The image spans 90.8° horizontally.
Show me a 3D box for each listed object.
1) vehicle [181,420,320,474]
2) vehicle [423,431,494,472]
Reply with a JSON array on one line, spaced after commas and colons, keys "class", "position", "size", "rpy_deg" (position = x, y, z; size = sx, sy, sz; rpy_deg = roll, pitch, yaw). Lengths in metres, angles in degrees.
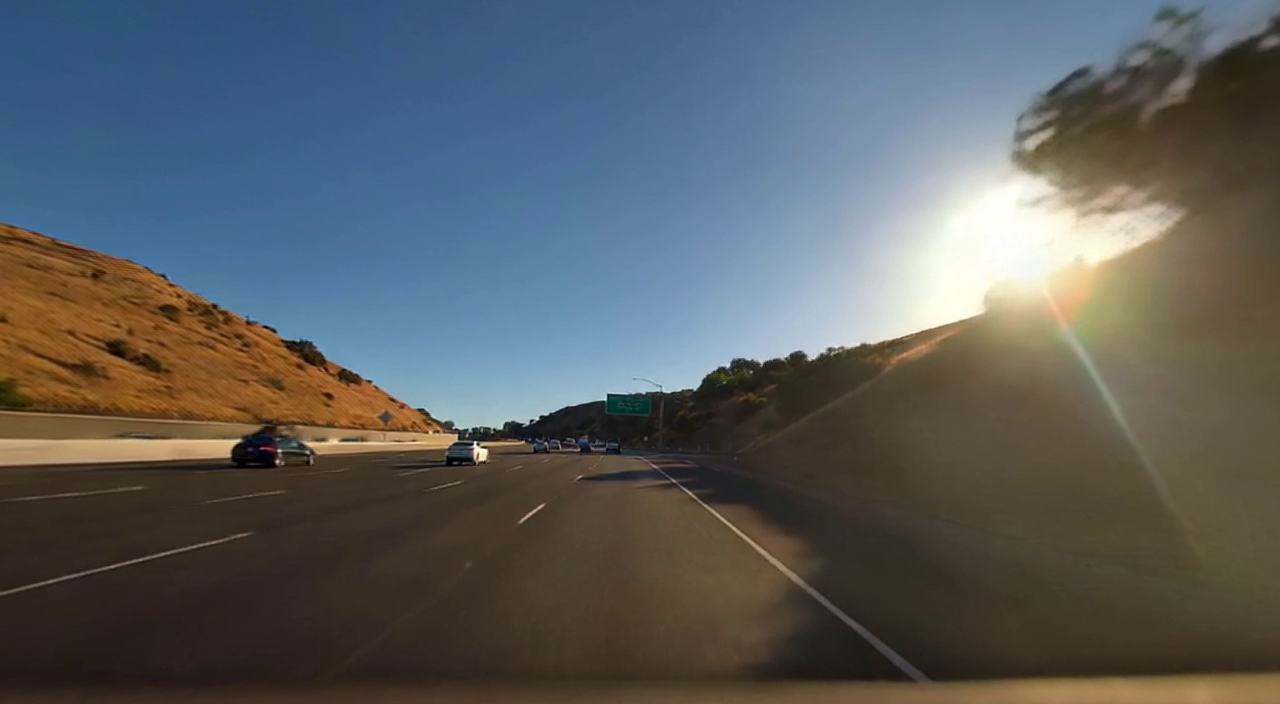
[{"class": "vehicle", "position": [-15.646, 3.876, 25.864], "size": [2.240, 1.953, 5.452], "rpy_deg": [1, -8, -1]}, {"class": "vehicle", "position": [-8.353, 4.636, 29.547], "size": [2.104, 1.715, 4.319], "rpy_deg": [1, -8, -1]}]
